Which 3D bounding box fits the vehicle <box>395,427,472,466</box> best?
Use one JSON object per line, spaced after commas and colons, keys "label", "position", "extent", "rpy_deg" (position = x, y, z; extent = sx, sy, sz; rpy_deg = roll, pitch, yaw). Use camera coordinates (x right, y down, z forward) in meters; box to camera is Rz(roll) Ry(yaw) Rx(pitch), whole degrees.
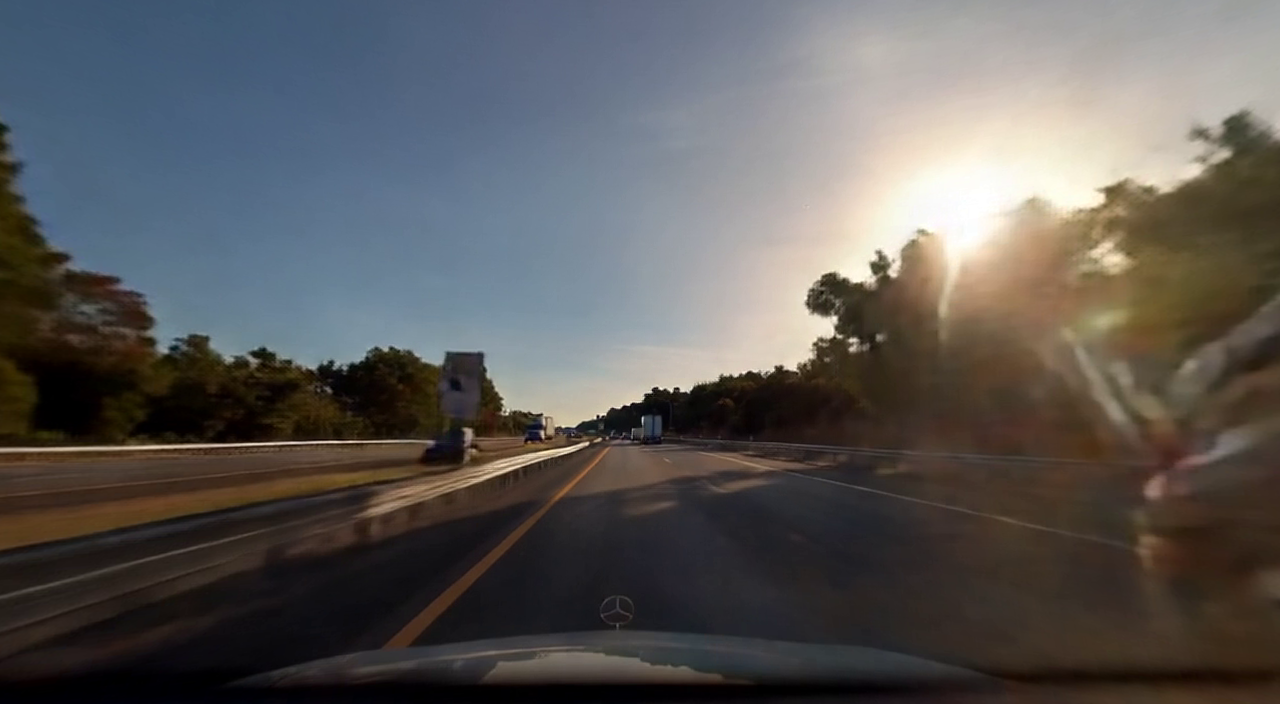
{"label": "vehicle", "position": [-8.266, 3.802, 25.624], "extent": [1.896, 1.449, 3.844], "rpy_deg": [0, -8, -2]}
